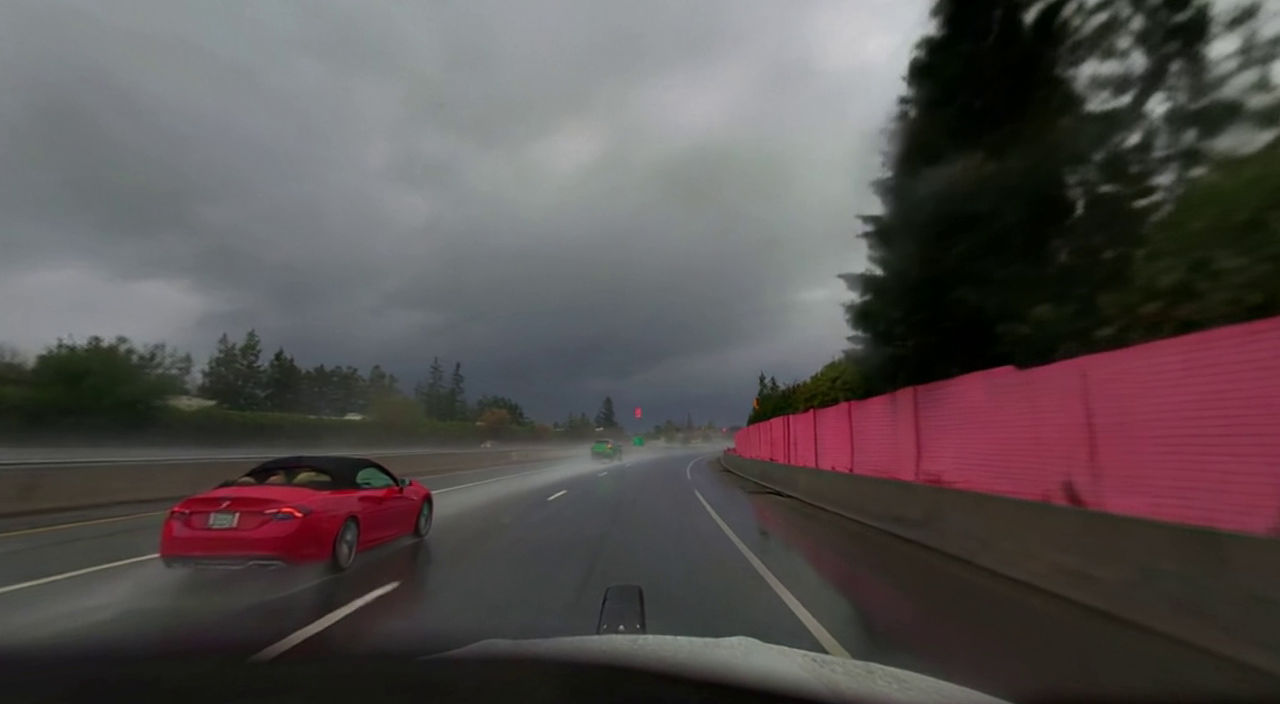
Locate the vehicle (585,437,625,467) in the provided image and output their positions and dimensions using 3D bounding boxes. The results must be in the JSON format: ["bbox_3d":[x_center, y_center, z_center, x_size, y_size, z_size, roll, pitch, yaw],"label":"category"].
[{"bbox_3d":[-2.041,5.981,37.710,1.833,1.697,3.984,-1,-9,5],"label":"vehicle"}]

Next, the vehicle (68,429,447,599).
[{"bbox_3d":[-3.894,1.699,7.526,1.746,1.405,4.339,0,-9,1],"label":"vehicle"}]
